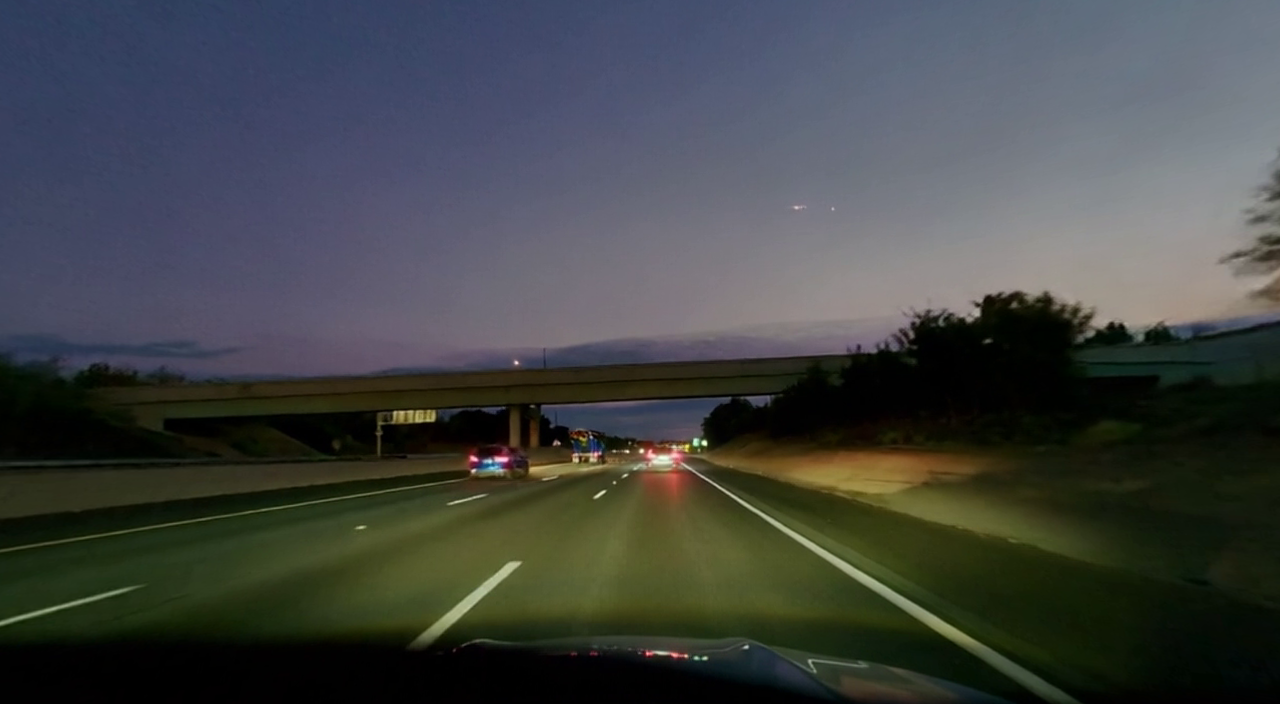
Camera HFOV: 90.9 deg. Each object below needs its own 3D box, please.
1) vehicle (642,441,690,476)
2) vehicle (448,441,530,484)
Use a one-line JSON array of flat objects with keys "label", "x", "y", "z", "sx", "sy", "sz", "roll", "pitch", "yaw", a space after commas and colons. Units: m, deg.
[{"label": "vehicle", "x": 1.381, "y": 5.608, "z": 33.445, "sx": 2.336, "sy": 1.722, "sz": 4.212, "roll": 0, "pitch": -8, "yaw": 3}, {"label": "vehicle", "x": -6.242, "y": 4.602, "z": 26.746, "sx": 2.115, "sy": 1.644, "sz": 4.513, "roll": 0, "pitch": -8, "yaw": 3}]
